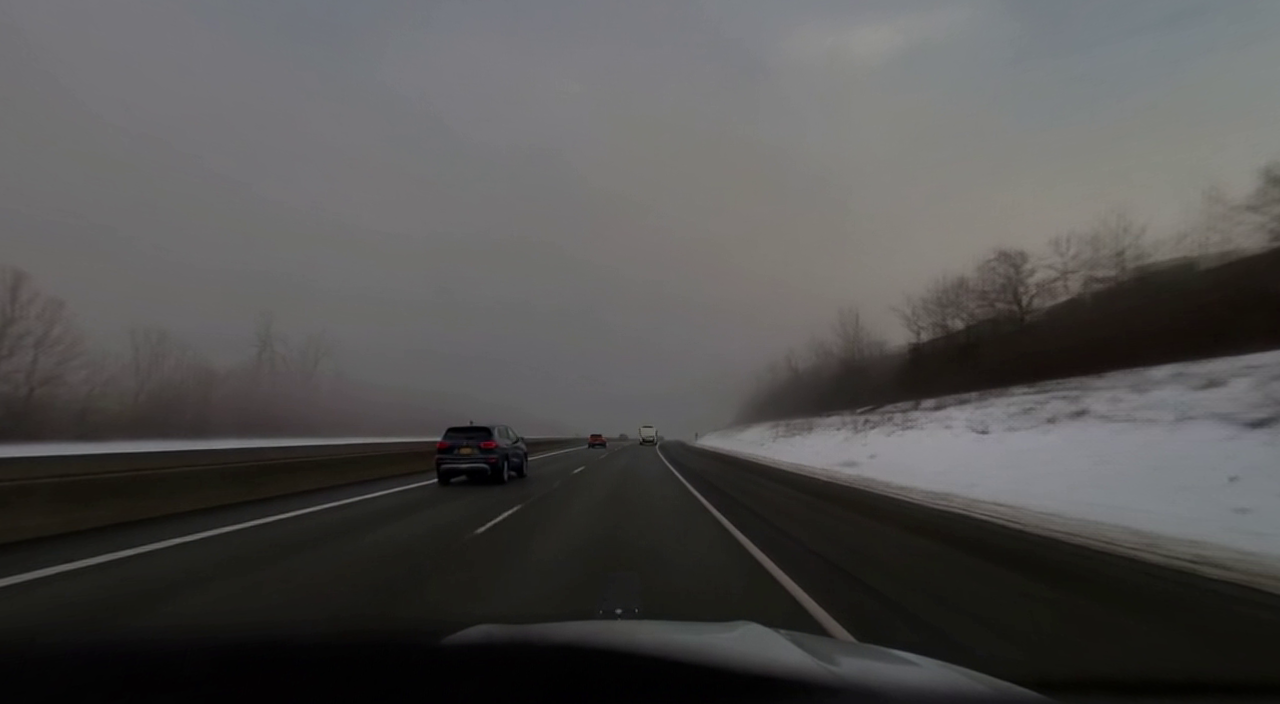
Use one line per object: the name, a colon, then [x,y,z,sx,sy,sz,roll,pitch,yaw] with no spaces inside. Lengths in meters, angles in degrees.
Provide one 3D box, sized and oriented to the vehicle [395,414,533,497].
vehicle: [-3.953,2.397,14.992,2.018,1.678,4.312,0,-8,0]
